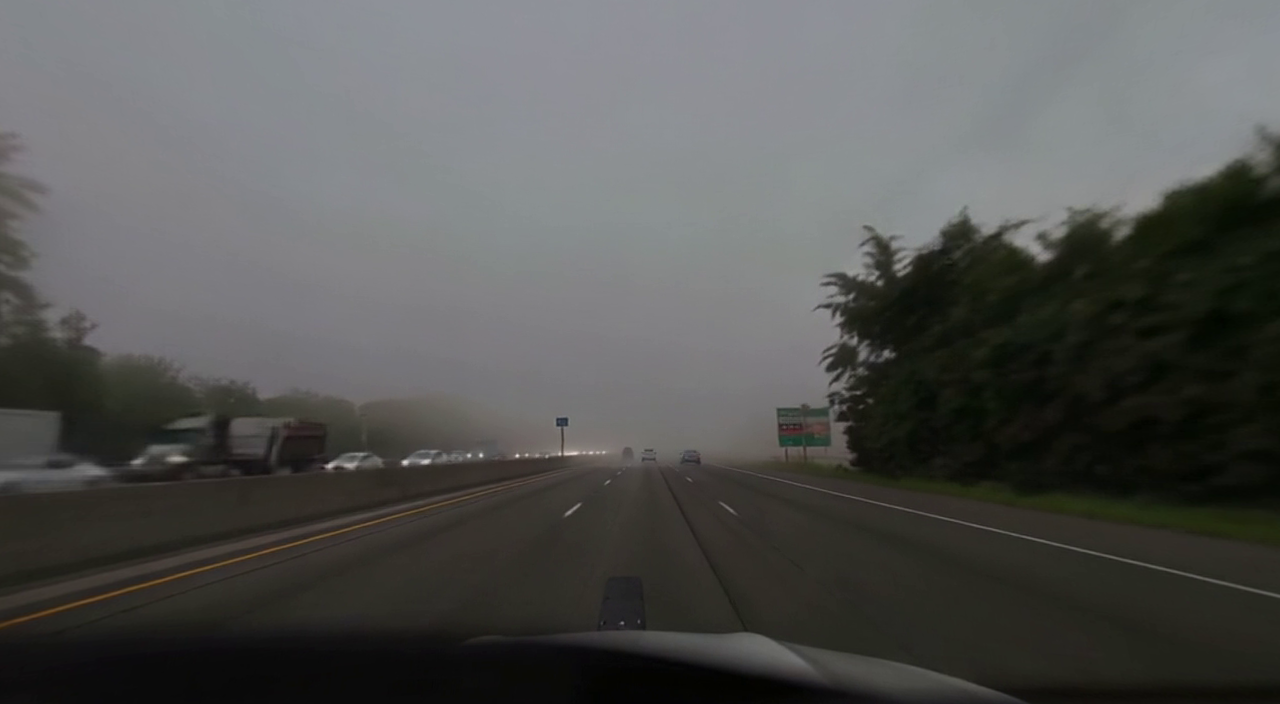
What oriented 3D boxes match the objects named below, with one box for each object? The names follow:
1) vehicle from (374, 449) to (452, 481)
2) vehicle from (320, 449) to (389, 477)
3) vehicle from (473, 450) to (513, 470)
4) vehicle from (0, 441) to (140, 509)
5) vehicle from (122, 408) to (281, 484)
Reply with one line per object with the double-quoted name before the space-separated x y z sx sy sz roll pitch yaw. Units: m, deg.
"vehicle" -10.906 5.437 30.599 1.953 1.442 4.571 -1 -9 2
"vehicle" -15.795 6.137 35.109 1.908 1.460 4.013 -1 -9 1
"vehicle" -11.018 8.158 47.654 1.847 1.440 4.488 -1 -9 1
"vehicle" -15.927 3.174 16.593 1.881 1.593 4.370 0 -9 0
"vehicle" -19.861 4.357 29.148 2.453 3.116 6.439 -1 -9 2
